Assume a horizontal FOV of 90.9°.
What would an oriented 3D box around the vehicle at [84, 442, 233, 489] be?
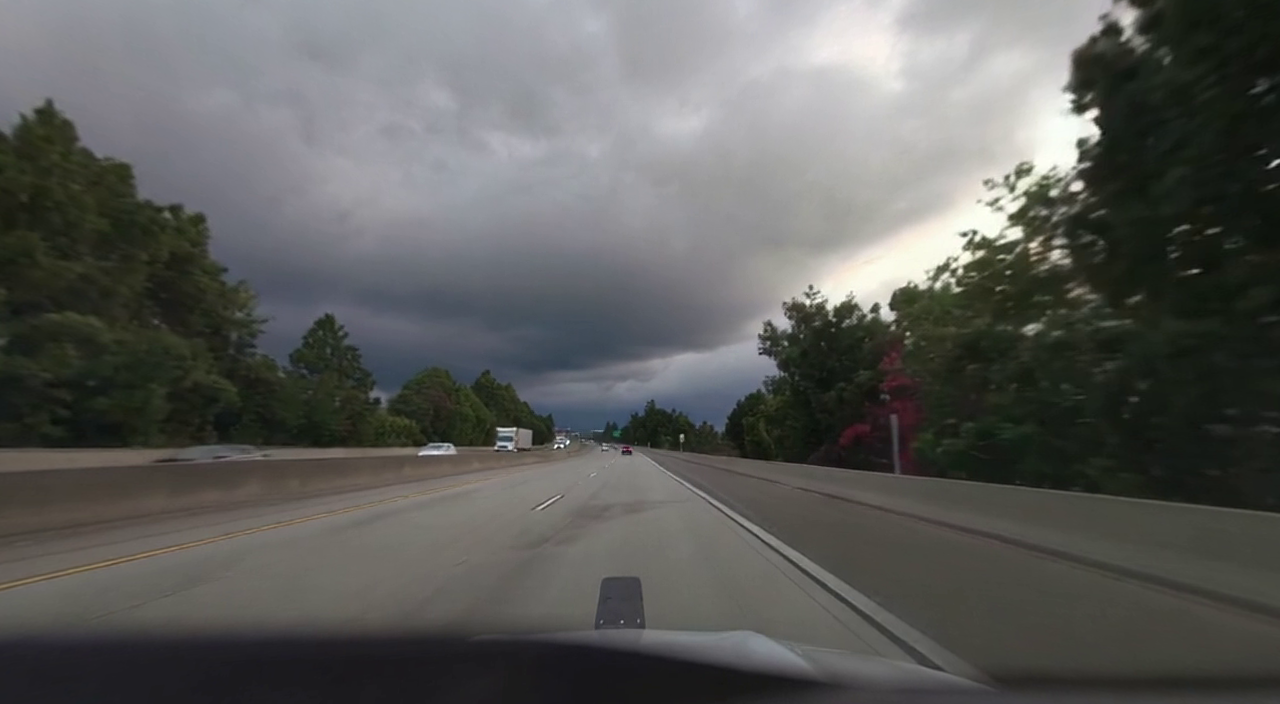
[{"bbox_3d":[-16.501,3.898,21.920,1.787,1.456,4.219,0,-9,0],"label":"vehicle"}]
